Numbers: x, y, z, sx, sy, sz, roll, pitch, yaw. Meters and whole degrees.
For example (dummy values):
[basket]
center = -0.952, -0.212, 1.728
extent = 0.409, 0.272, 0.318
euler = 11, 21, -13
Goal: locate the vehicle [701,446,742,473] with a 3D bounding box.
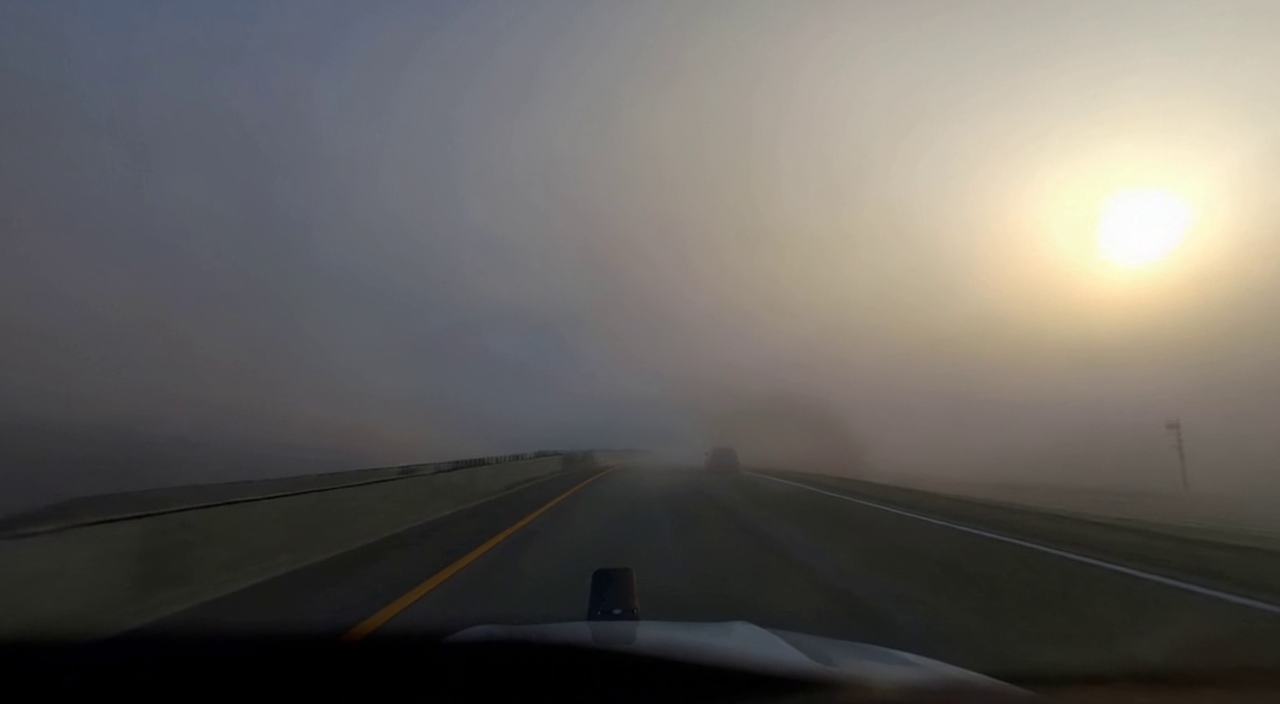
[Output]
[vehicle]
center = 4.875, 6.478, 38.146
extent = 2.030, 1.526, 4.165
euler = 0, -9, 2
